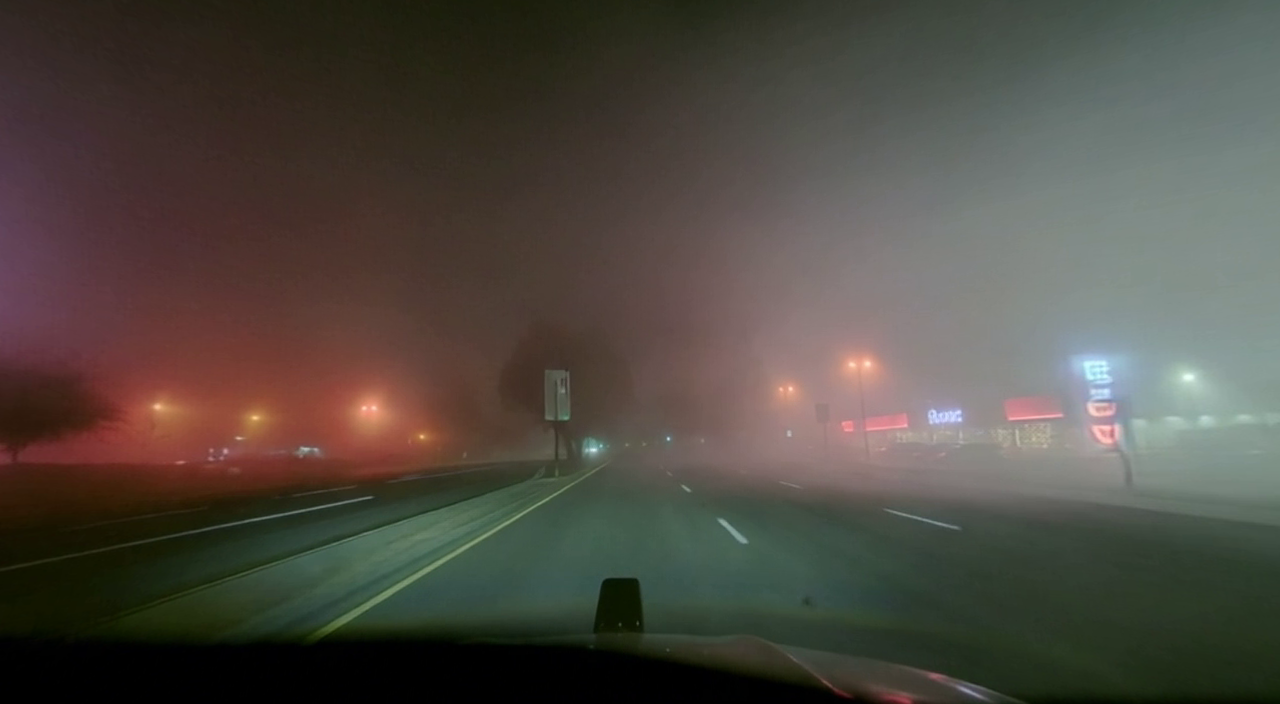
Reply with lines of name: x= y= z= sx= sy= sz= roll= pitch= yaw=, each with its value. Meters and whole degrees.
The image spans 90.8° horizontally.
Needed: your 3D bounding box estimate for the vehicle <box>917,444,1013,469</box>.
vehicle: x=20.052 y=6.451 z=39.086 sx=4.805 sy=1.473 sz=2.046 roll=0 pitch=-9 yaw=-3
